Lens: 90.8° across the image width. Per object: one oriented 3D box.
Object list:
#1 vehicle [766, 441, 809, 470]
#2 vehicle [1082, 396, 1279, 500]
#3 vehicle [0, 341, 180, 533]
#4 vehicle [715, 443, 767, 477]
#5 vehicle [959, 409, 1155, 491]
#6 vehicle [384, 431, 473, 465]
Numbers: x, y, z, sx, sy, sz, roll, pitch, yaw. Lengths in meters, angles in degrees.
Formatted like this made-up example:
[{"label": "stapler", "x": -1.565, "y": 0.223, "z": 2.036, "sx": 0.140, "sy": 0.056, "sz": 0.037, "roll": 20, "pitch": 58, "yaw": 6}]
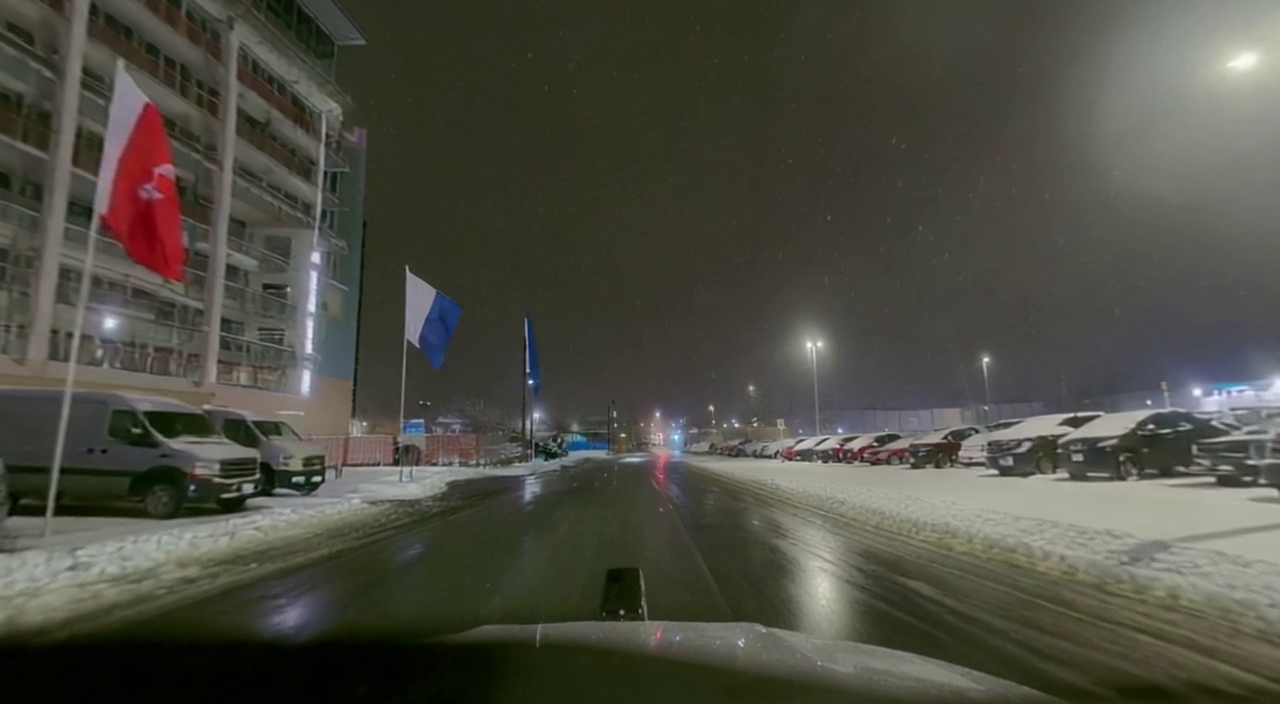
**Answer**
[{"label": "vehicle", "x": 9.562, "y": 6.636, "z": 40.697, "sx": 2.021, "sy": 1.753, "sz": 4.342, "roll": -3, "pitch": -9, "yaw": 21}, {"label": "vehicle", "x": 11.906, "y": 2.017, "z": 12.932, "sx": 5.194, "sy": 1.769, "sz": 2.262, "roll": 5, "pitch": -11, "yaw": -25}, {"label": "vehicle", "x": -11.153, "y": 1.397, "z": 10.437, "sx": 5.254, "sy": 2.811, "sz": 2.188, "roll": 0, "pitch": -8, "yaw": 1}, {"label": "vehicle", "x": 5.241, "y": 5.647, "z": 33.308, "sx": 2.026, "sy": 1.659, "sz": 4.314, "roll": 0, "pitch": -8, "yaw": 1}, {"label": "vehicle", "x": 10.836, "y": 2.662, "z": 16.353, "sx": 5.138, "sy": 1.778, "sz": 2.034, "roll": 8, "pitch": -15, "yaw": -31}, {"label": "vehicle", "x": -13.197, "y": 5.951, "z": 39.320, "sx": 5.672, "sy": 1.963, "sz": 2.189, "roll": -6, "pitch": -10, "yaw": 34}]
